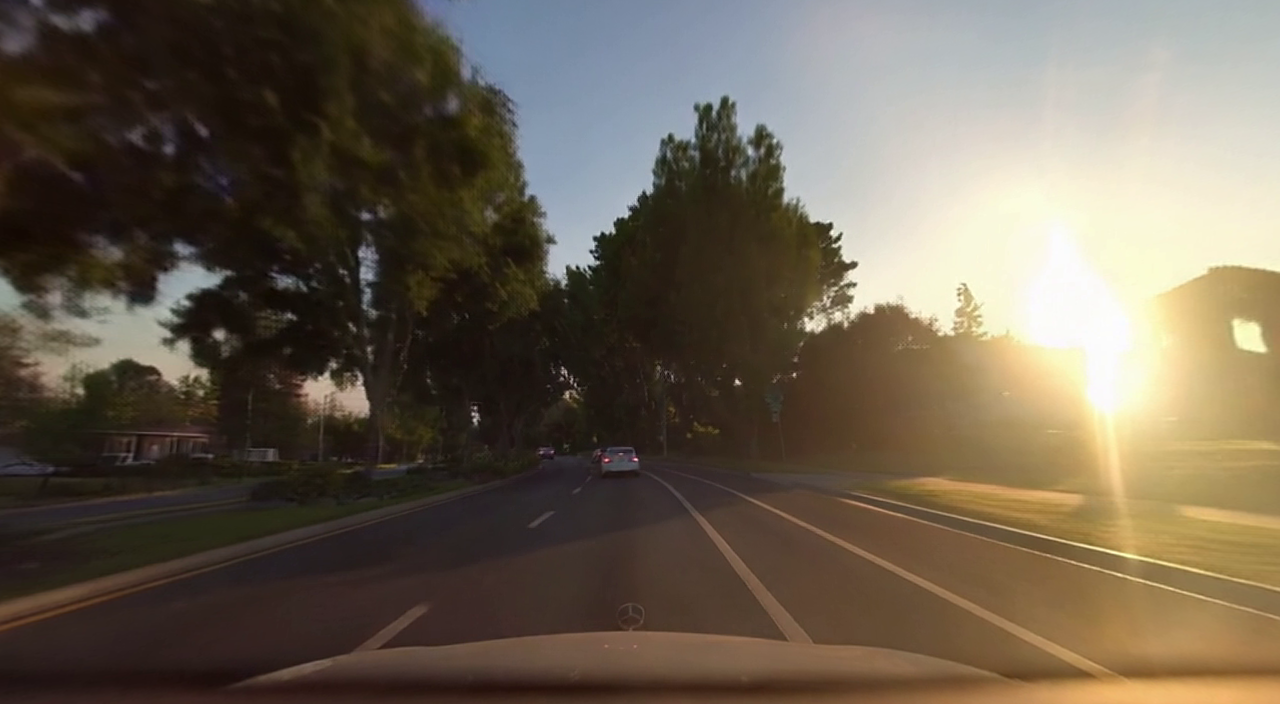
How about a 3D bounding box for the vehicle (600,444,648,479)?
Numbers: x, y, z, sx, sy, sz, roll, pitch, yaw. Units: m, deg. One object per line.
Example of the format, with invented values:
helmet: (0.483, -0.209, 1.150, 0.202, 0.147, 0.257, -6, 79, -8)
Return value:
vehicle: (-0.778, 4.893, 28.565, 2.009, 1.456, 4.003, 0, -8, -4)
